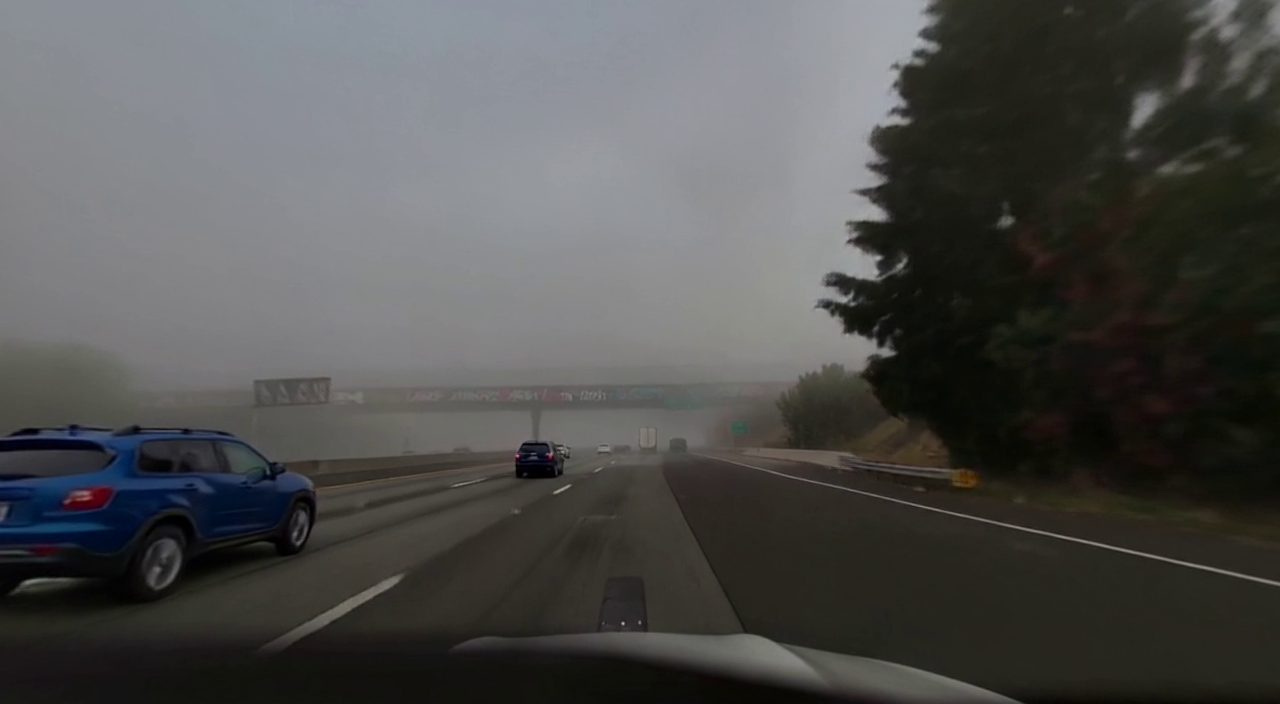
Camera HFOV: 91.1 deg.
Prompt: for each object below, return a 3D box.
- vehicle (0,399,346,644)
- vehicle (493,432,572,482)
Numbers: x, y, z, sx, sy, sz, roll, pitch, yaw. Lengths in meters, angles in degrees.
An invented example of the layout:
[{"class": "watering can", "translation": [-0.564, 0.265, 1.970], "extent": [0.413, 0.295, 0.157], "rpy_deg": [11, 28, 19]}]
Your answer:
[{"class": "vehicle", "translation": [-4.886, 1.427, 6.260], "extent": [1.969, 1.633, 3.962], "rpy_deg": [0, -8, 0]}, {"class": "vehicle", "translation": [-3.962, 3.959, 23.948], "extent": [2.154, 1.693, 4.394], "rpy_deg": [0, -8, 1]}]
